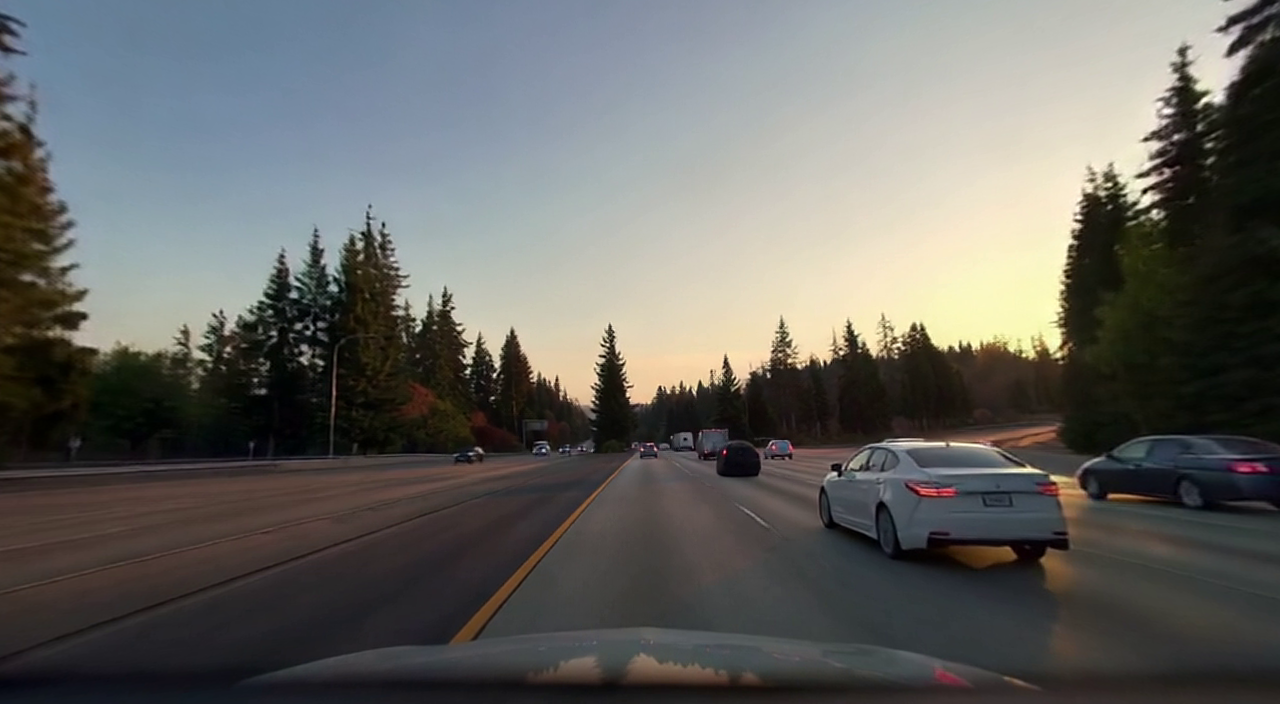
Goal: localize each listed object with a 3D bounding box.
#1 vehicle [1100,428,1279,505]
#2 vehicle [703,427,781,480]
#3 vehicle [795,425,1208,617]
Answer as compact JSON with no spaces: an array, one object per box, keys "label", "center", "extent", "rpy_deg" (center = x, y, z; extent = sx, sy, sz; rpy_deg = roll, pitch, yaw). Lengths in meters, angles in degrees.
[{"label":"vehicle","center":[15.075,2.930,16.621],"extent":[2.027,1.711,4.963],"rpy_deg":[0,-8,0]},{"label":"vehicle","center":[3.957,4.057,25.434],"extent":[2.206,1.902,5.460],"rpy_deg":[0,-8,0]},{"label":"vehicle","center":[3.389,1.652,7.290],"extent":[1.904,1.453,4.789],"rpy_deg":[0,-8,-1]}]
